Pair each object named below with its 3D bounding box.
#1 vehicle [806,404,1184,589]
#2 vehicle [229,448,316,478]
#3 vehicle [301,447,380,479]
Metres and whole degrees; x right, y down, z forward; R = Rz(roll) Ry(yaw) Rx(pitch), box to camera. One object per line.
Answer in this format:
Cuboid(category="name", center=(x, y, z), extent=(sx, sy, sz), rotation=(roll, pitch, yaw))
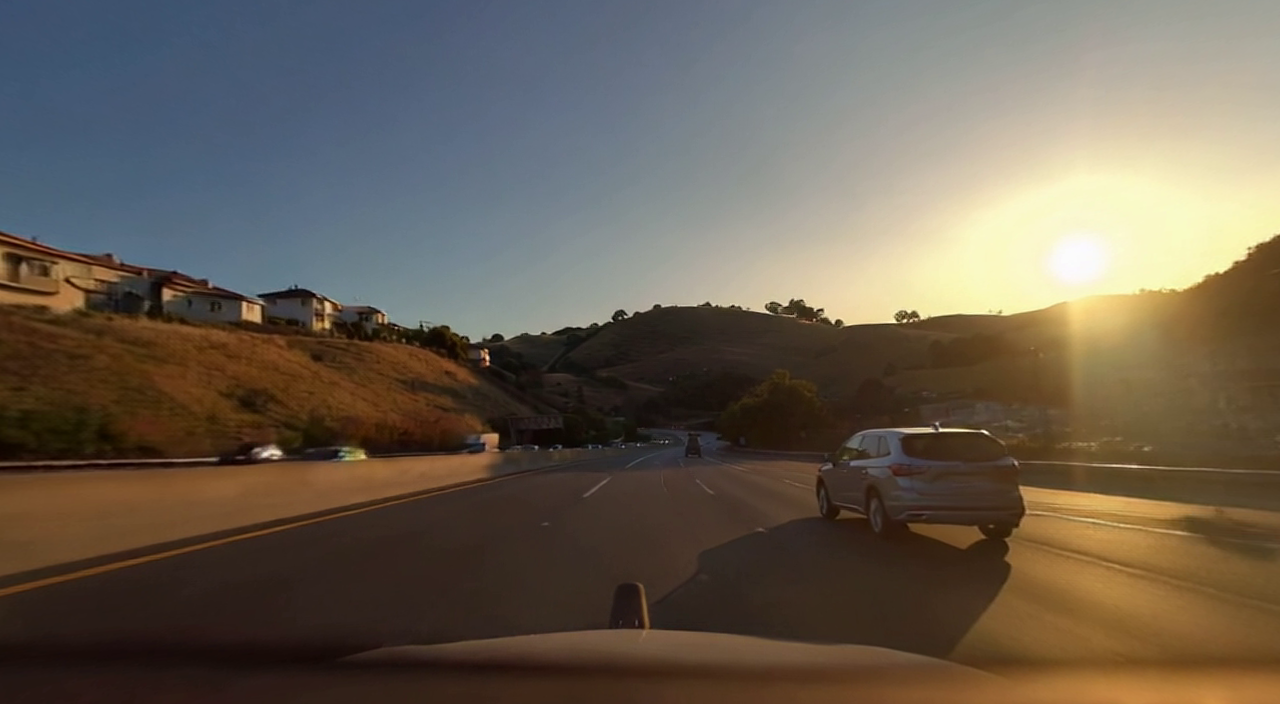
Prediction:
Cuboid(category="vehicle", center=(4.055, 1.742, 8.445), extent=(2.318, 1.766, 4.587), rotation=(0, -9, -1))
Cuboid(category="vehicle", center=(-20.246, 6.121, 34.947), extent=(1.921, 1.490, 4.691), rotation=(0, -9, 1))
Cuboid(category="vehicle", center=(-16.454, 6.077, 34.855), extent=(2.021, 1.626, 4.600), rotation=(0, -9, 1))
